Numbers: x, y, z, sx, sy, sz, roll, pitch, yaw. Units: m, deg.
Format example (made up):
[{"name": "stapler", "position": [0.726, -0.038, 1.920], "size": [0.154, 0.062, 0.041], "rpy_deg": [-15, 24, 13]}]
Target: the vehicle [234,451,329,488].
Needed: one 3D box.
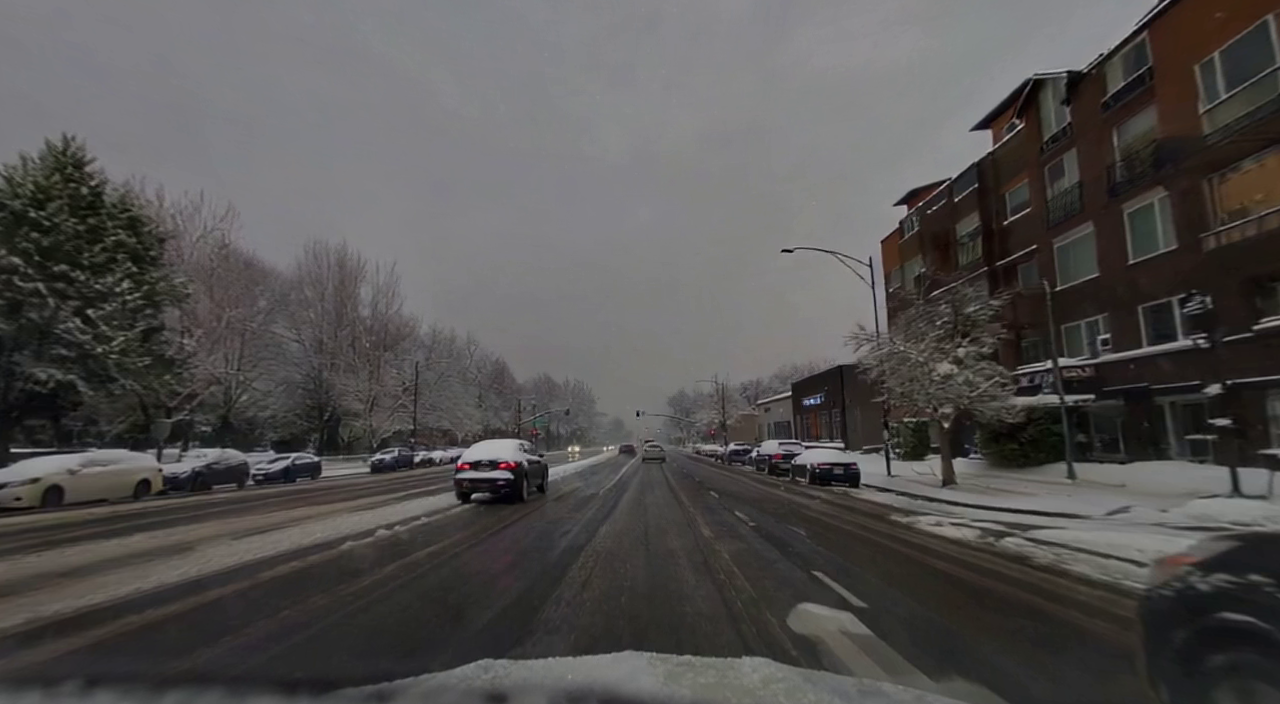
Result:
[{"name": "vehicle", "position": [-16.977, 5.544, 30.136], "size": [1.915, 1.497, 4.445], "rpy_deg": [-2, -8, 1]}]

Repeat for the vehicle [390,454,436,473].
[{"name": "vehicle", "position": [-16.632, 8.158, 46.358], "size": [1.668, 1.298, 4.337], "rpy_deg": [0, -9, 1]}]

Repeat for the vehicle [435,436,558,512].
[{"name": "vehicle", "position": [-3.166, 2.775, 14.817], "size": [1.860, 1.510, 4.073], "rpy_deg": [0, -9, 1]}]

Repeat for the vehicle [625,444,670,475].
[{"name": "vehicle", "position": [0.390, 5.353, 31.636], "size": [2.103, 1.468, 4.094], "rpy_deg": [0, -9, 1]}]

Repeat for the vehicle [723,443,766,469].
[{"name": "vehicle", "position": [7.377, 7.417, 45.176], "size": [2.207, 1.789, 5.099], "rpy_deg": [0, -9, 0]}]

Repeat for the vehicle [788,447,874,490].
[{"name": "vehicle", "position": [7.229, 4.433, 24.409], "size": [1.880, 1.451, 4.958], "rpy_deg": [0, -9, 1]}]

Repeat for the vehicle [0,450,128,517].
[{"name": "vehicle", "position": [-17.160, 3.613, 17.727], "size": [1.910, 1.638, 4.198], "rpy_deg": [0, -9, 1]}]

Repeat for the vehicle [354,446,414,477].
[{"name": "vehicle", "position": [-16.645, 7.090, 41.194], "size": [2.089, 1.756, 4.486], "rpy_deg": [-2, -8, -1]}]

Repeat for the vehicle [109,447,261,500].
[{"name": "vehicle", "position": [-16.970, 4.495, 23.913], "size": [2.121, 1.678, 4.936], "rpy_deg": [-2, -8, 0]}]

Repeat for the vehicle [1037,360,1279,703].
[{"name": "vehicle", "position": [3.260, 0.753, 1.557], "size": [1.987, 1.637, 3.896], "rpy_deg": [0, -9, 0]}]
